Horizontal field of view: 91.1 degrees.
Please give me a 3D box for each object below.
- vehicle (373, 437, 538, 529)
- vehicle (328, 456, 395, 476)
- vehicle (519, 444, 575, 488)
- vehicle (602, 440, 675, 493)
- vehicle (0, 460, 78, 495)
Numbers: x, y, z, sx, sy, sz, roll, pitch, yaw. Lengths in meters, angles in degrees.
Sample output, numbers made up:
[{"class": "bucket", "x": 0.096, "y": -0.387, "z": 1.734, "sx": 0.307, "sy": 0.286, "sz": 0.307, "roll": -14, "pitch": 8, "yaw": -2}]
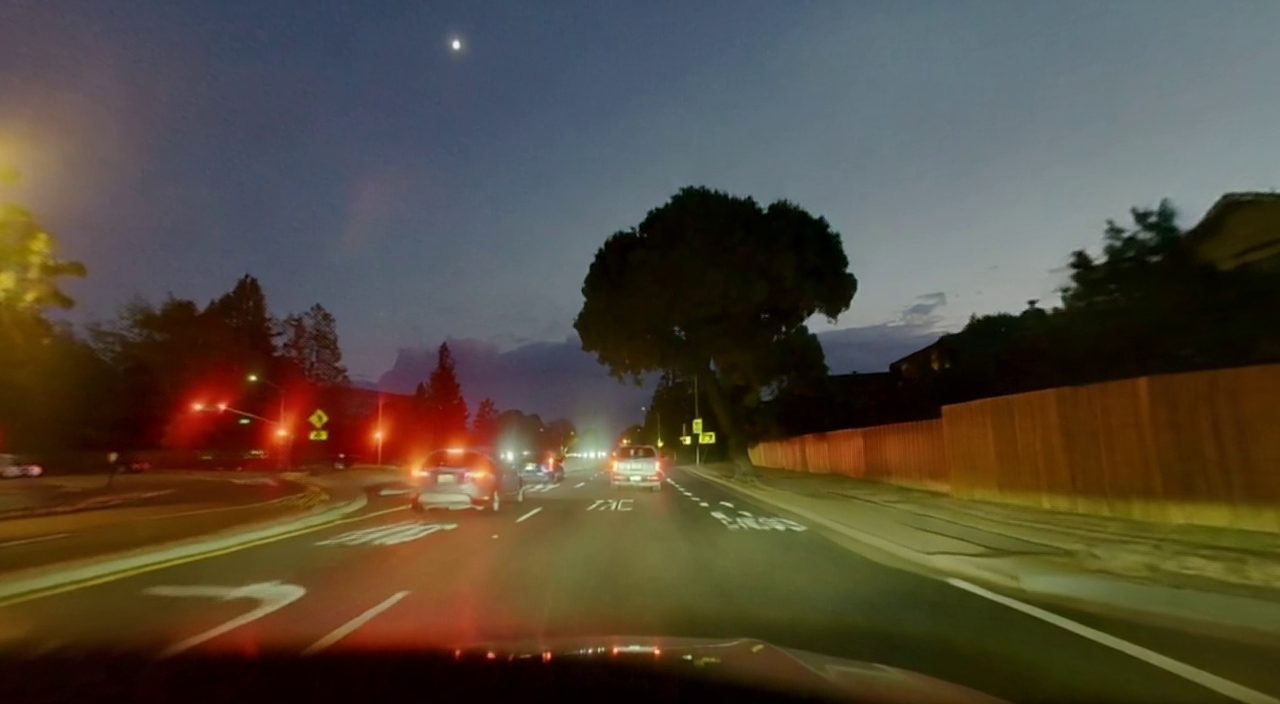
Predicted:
[{"class": "vehicle", "x": -3.797, "y": 2.752, "z": 14.058, "sx": 2.067, "sy": 1.546, "sz": 4.988, "roll": 2, "pitch": -7, "yaw": 1}, {"class": "vehicle", "x": -21.599, "y": 8.824, "z": 48.715, "sx": 4.197, "sy": 1.447, "sz": 2.071, "roll": -1, "pitch": -9, "yaw": 9}, {"class": "vehicle", "x": -3.536, "y": 4.401, "z": 24.527, "sx": 1.986, "sy": 1.561, "sz": 3.805, "roll": 1, "pitch": -9, "yaw": -6}, {"class": "vehicle", "x": -0.135, "y": 3.902, "z": 21.798, "sx": 2.290, "sy": 1.653, "sz": 4.127, "roll": 0, "pitch": -9, "yaw": -2}, {"class": "vehicle", "x": -32.019, "y": 6.340, "z": 31.762, "sx": 4.724, "sy": 1.597, "sz": 2.191, "roll": 2, "pitch": -9, "yaw": -14}]
